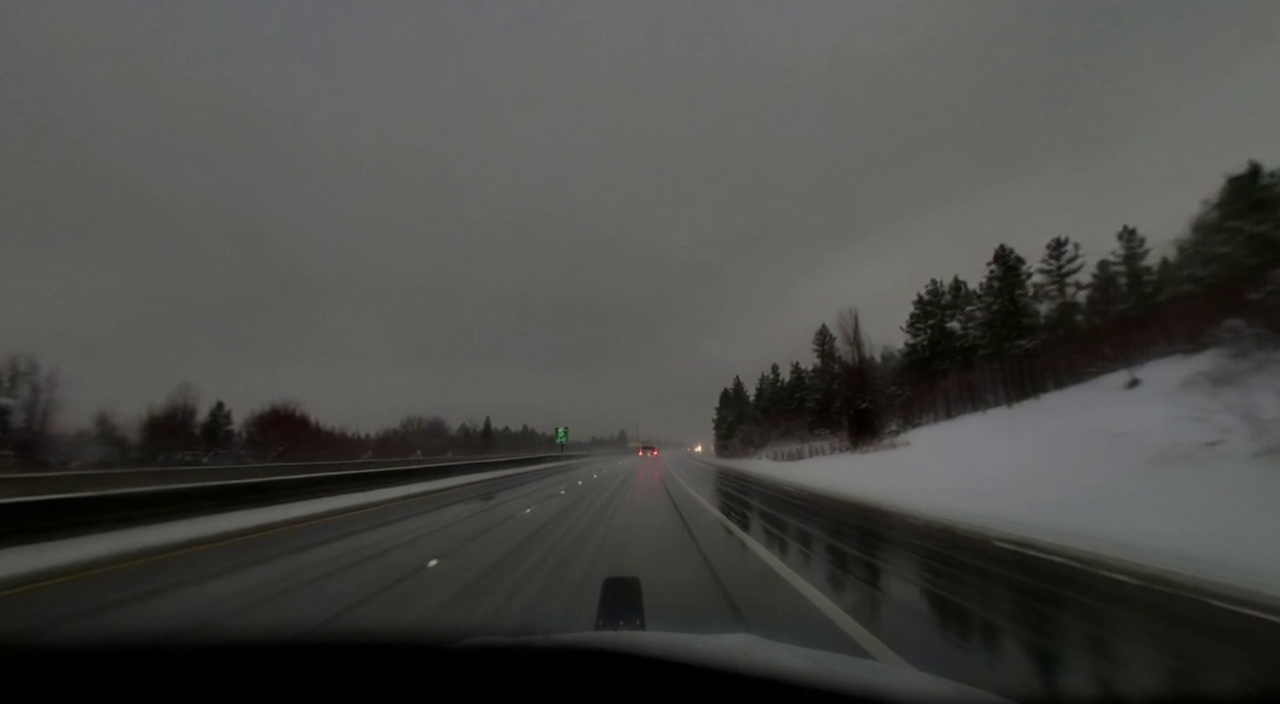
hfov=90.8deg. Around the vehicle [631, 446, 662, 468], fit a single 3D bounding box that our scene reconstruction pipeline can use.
[{"bbox_3d":[0.527,7.866,47.375,2.221,1.603,4.149,0,-9,1],"label":"vehicle"}]
